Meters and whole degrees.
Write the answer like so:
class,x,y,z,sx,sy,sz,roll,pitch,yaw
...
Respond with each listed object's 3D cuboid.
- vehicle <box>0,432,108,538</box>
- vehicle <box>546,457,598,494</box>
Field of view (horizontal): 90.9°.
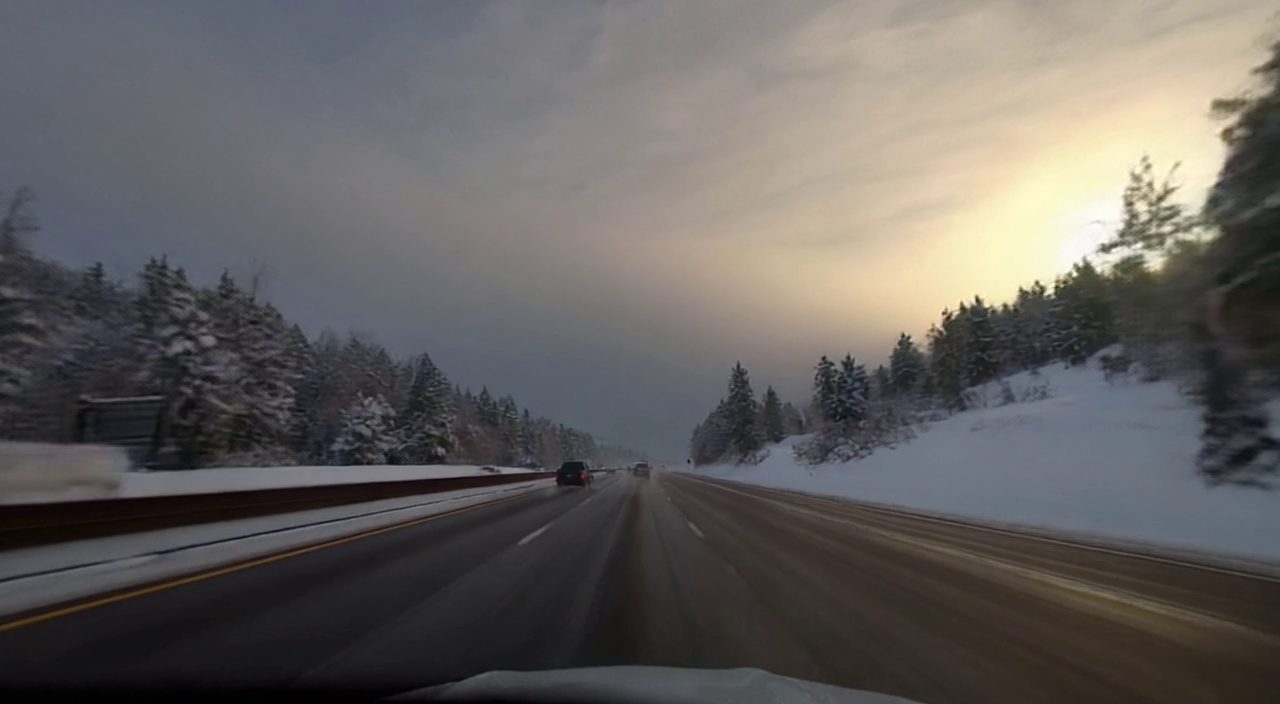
class,x,y,z,sx,sy,sz,roll,pitch,yaw
vehicle,-12.797,2.379,11.302,2.301,1.905,4.663,1,-10,0
vehicle,-3.622,6.746,34.524,2.233,1.791,4.981,1,-10,1
